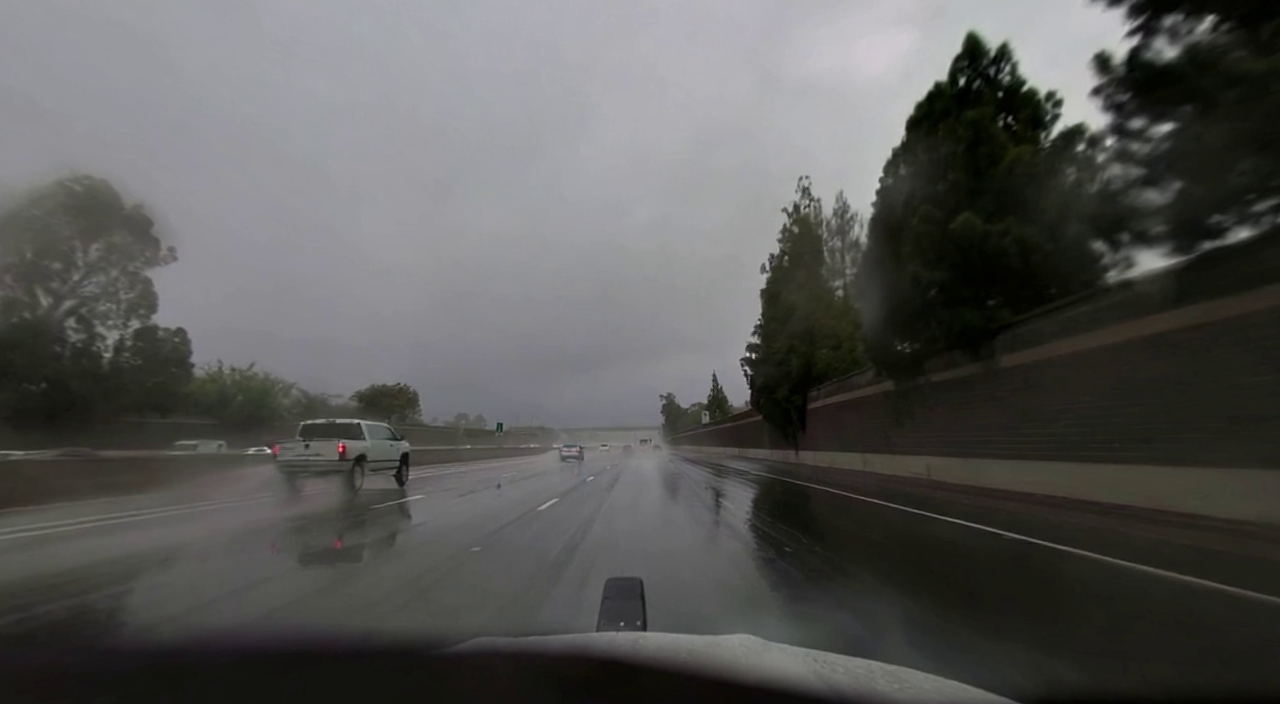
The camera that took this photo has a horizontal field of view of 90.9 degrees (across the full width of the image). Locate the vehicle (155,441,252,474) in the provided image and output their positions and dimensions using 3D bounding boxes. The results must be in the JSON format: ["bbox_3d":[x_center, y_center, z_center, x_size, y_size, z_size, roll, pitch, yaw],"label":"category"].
[{"bbox_3d":[-29.450,7.114,42.828,2.262,1.999,5.898,0,-8,1],"label":"vehicle"}]

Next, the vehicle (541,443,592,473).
[{"bbox_3d":[-3.802,5.545,33.386,2.106,1.452,4.525,0,-8,0],"label":"vehicle"}]

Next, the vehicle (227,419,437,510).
[{"bbox_3d":[-7.606,2.864,16.661,2.351,1.922,6.335,0,-8,0],"label":"vehicle"}]
